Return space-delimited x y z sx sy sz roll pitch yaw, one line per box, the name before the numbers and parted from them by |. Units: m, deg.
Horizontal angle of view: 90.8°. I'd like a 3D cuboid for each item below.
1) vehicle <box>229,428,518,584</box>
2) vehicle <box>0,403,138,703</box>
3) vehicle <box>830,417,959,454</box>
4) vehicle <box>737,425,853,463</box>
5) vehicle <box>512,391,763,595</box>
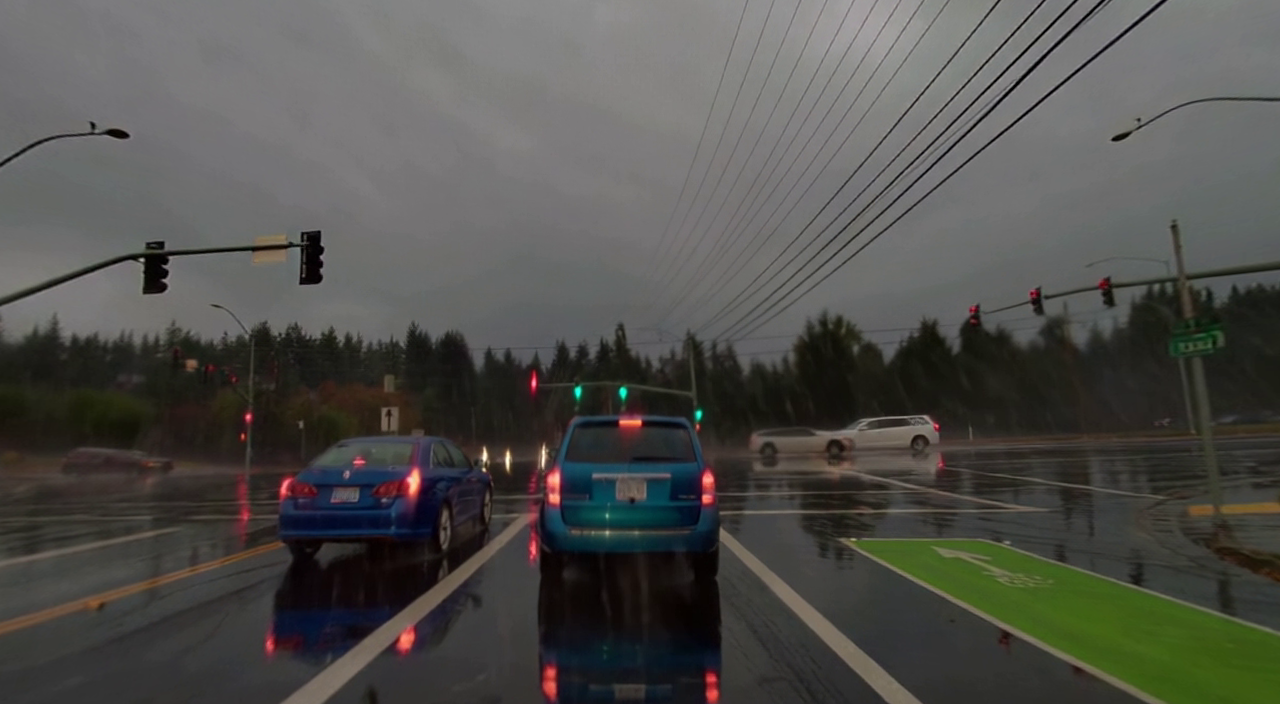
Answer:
vehicle | -2.933 1.762 7.995 1.969 1.486 3.702 0 -8 1
vehicle | -3.353 0.660 0.443 1.928 1.488 4.936 0 -8 0
vehicle | 13.874 4.601 34.829 6.143 1.944 2.229 -1 -8 5
vehicle | 7.380 4.387 30.123 4.977 1.648 2.088 -4 -9 25
vehicle | -0.052 1.524 7.614 2.182 1.773 4.041 0 -8 -1
